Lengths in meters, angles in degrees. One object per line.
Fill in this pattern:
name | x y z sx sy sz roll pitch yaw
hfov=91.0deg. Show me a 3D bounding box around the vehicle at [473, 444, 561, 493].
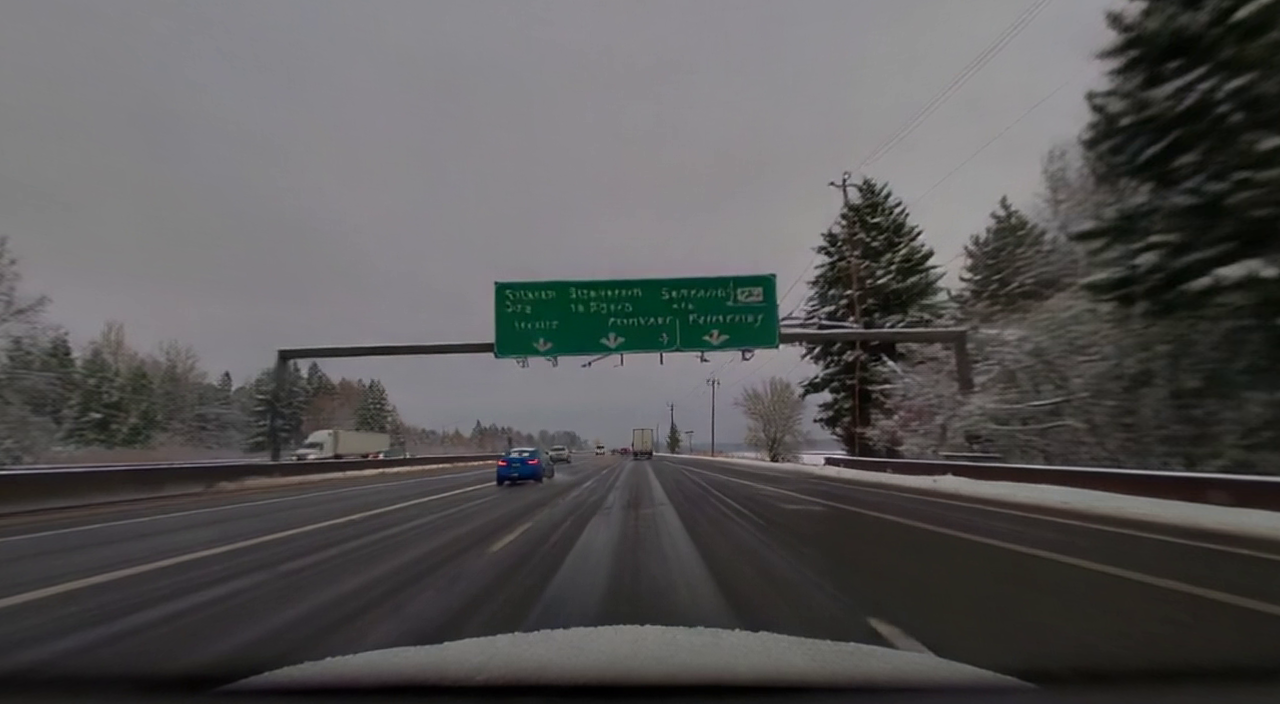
vehicle | -4.154 4.013 22.041 2.104 1.501 4.459 0 -9 1
